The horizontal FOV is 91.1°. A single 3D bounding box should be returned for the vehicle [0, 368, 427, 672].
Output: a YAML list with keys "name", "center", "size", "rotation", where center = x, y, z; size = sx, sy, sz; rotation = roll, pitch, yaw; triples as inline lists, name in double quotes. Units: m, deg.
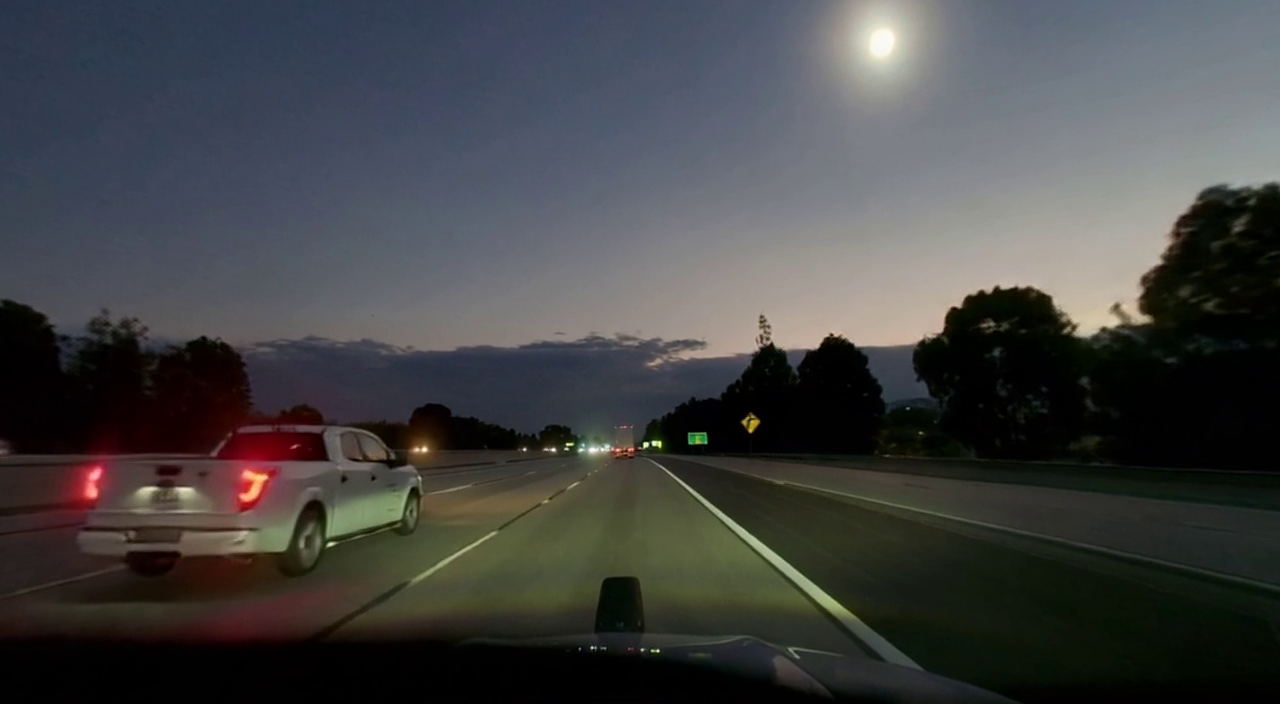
- name: "vehicle"
  center: [-4.179, 1.336, 6.215]
  size: [2.316, 1.731, 5.126]
  rotation: [0, -9, 0]
